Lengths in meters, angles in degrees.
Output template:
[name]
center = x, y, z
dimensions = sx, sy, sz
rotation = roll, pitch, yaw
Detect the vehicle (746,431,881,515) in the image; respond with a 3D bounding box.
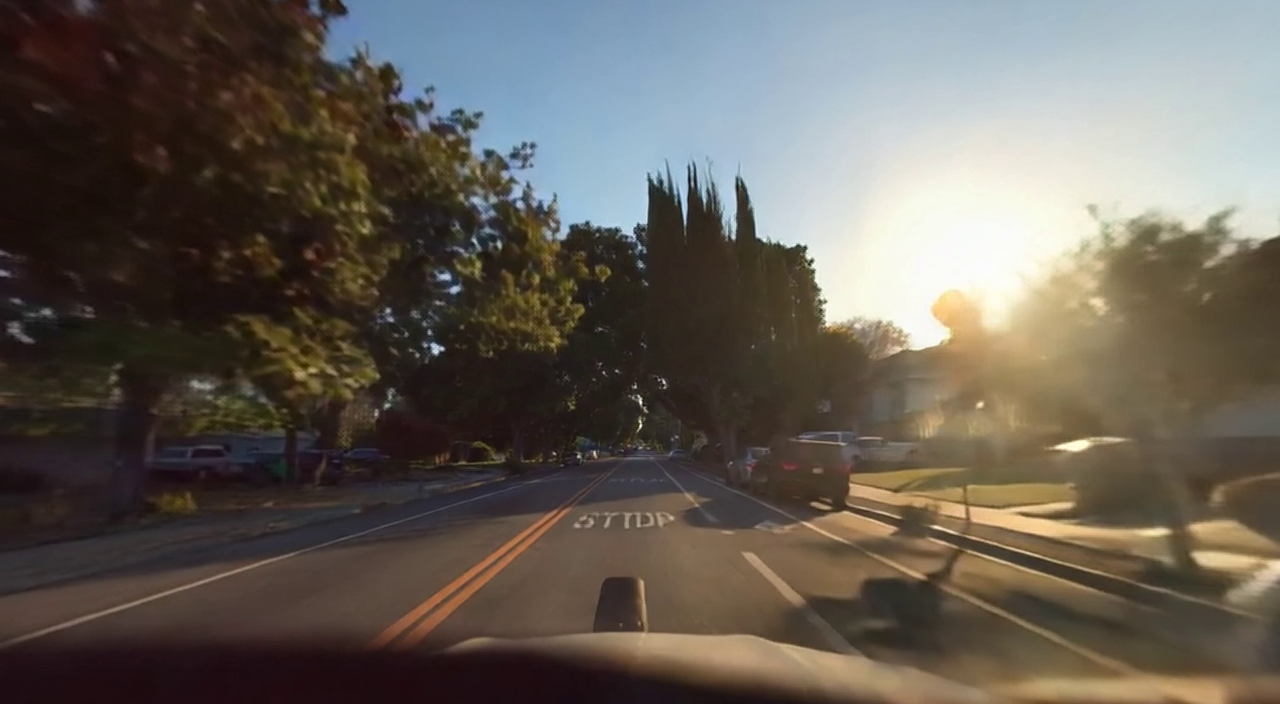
[vehicle]
center = 4.174, 2.999, 16.157
dimensions = 2.032, 1.792, 4.849
rotation = 0, -9, 0
